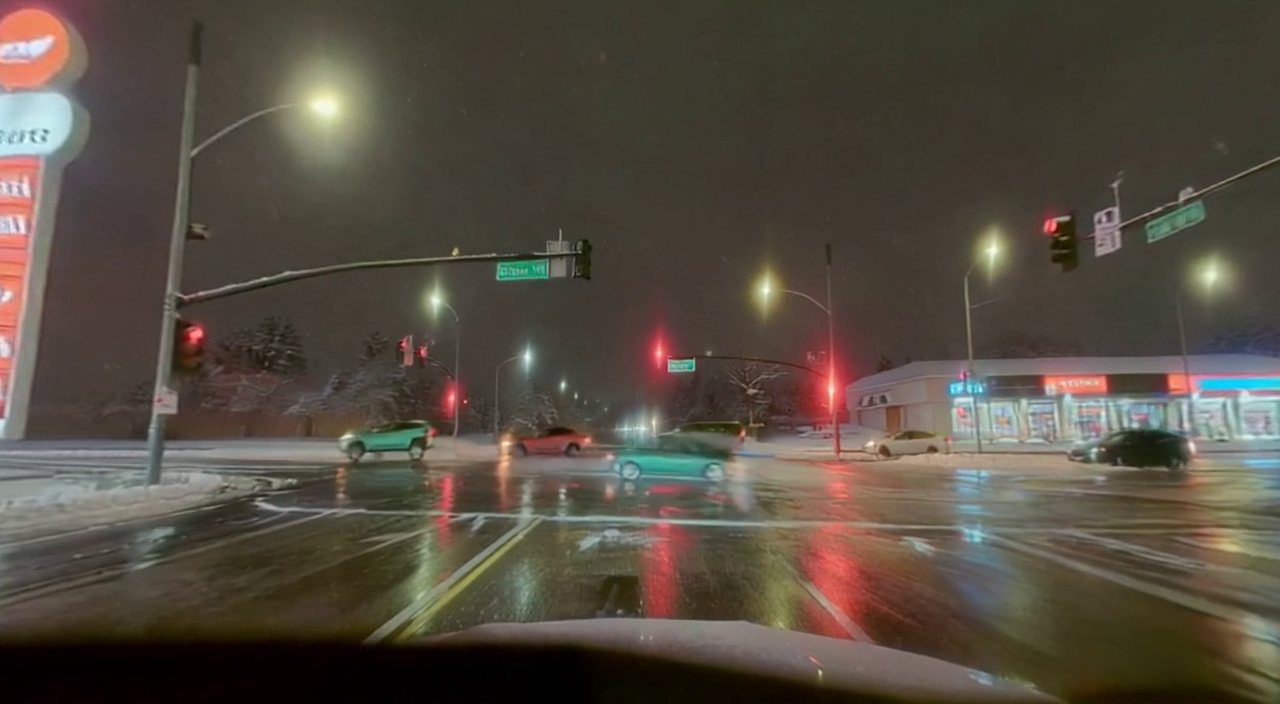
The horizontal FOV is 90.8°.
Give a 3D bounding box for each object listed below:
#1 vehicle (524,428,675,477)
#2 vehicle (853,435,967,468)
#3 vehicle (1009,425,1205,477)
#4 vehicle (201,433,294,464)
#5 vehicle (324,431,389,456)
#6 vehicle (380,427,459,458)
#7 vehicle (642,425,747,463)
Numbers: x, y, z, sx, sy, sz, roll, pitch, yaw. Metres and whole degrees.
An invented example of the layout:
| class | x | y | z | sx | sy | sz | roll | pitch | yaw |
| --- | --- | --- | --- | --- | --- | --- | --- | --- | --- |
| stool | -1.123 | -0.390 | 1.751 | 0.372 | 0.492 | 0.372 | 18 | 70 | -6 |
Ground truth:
| class | x | y | z | sx | sy | sz | roll | pitch | yaw |
| --- | --- | --- | --- | --- | --- | --- | --- | --- | --- |
| vehicle | -1.406 | 3.357 | 21.195 | 4.806 | 1.482 | 1.862 | -5 | -10 | 29 |
| vehicle | 13.090 | 4.851 | 30.790 | 4.792 | 1.467 | 1.831 | -6 | -10 | 32 |
| vehicle | 14.757 | 3.179 | 20.378 | 4.681 | 1.495 | 2.096 | -4 | -10 | 26 |
| vehicle | -19.811 | 4.875 | 31.857 | 4.670 | 1.458 | 1.959 | -5 | -10 | 31 |
| vehicle | -20.373 | 6.612 | 45.373 | 4.433 | 1.717 | 1.839 | -5 | -10 | 27 |
| vehicle | -13.046 | 5.363 | 37.313 | 4.311 | 1.742 | 1.864 | -4 | -10 | 26 |
| vehicle | 2.522 | 4.346 | 29.679 | 4.562 | 1.676 | 1.819 | -4 | -10 | 26 |
